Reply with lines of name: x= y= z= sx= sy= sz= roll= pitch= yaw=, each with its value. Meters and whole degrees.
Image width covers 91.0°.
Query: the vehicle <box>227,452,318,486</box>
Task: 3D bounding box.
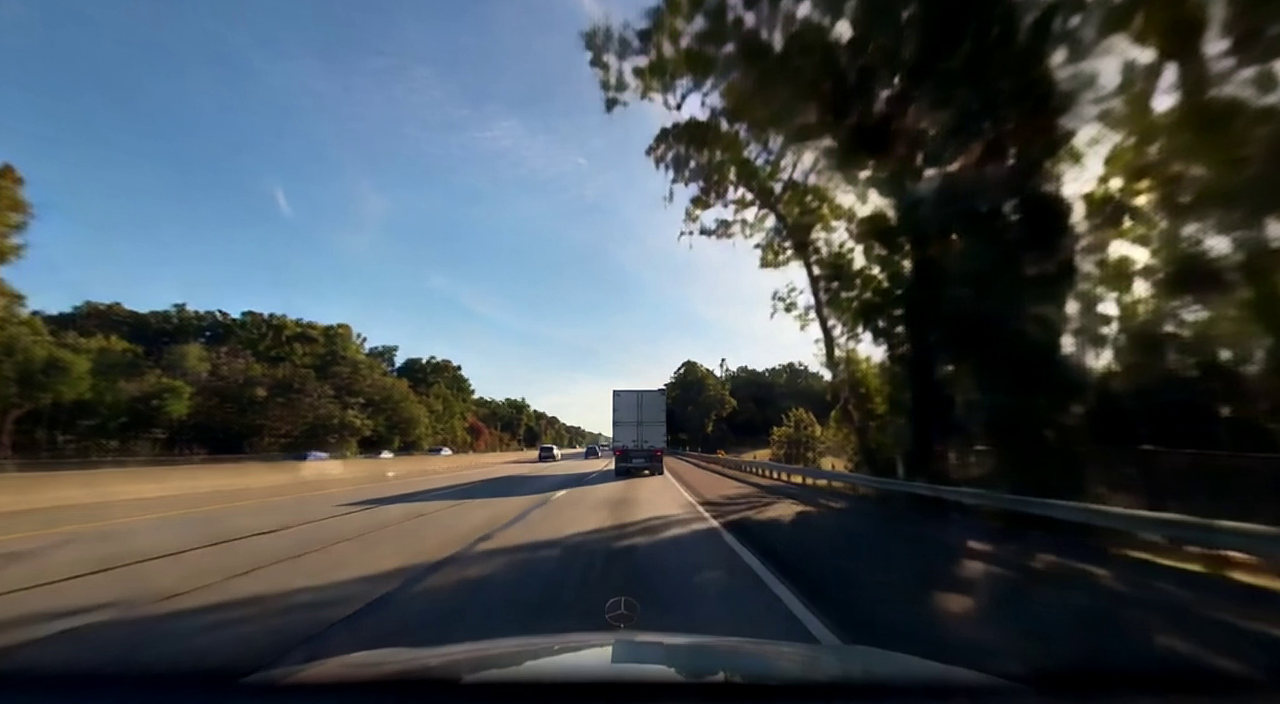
vehicle: x=-18.061 y=5.726 z=31.174 sx=1.805 sy=1.520 sz=4.389 roll=0 pitch=-9 yaw=1

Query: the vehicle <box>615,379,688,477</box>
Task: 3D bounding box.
vehicle: x=0.380 y=4.032 z=32.264 sx=3.052 sy=4.132 sz=11.336 roll=0 pitch=-9 yaw=-1
